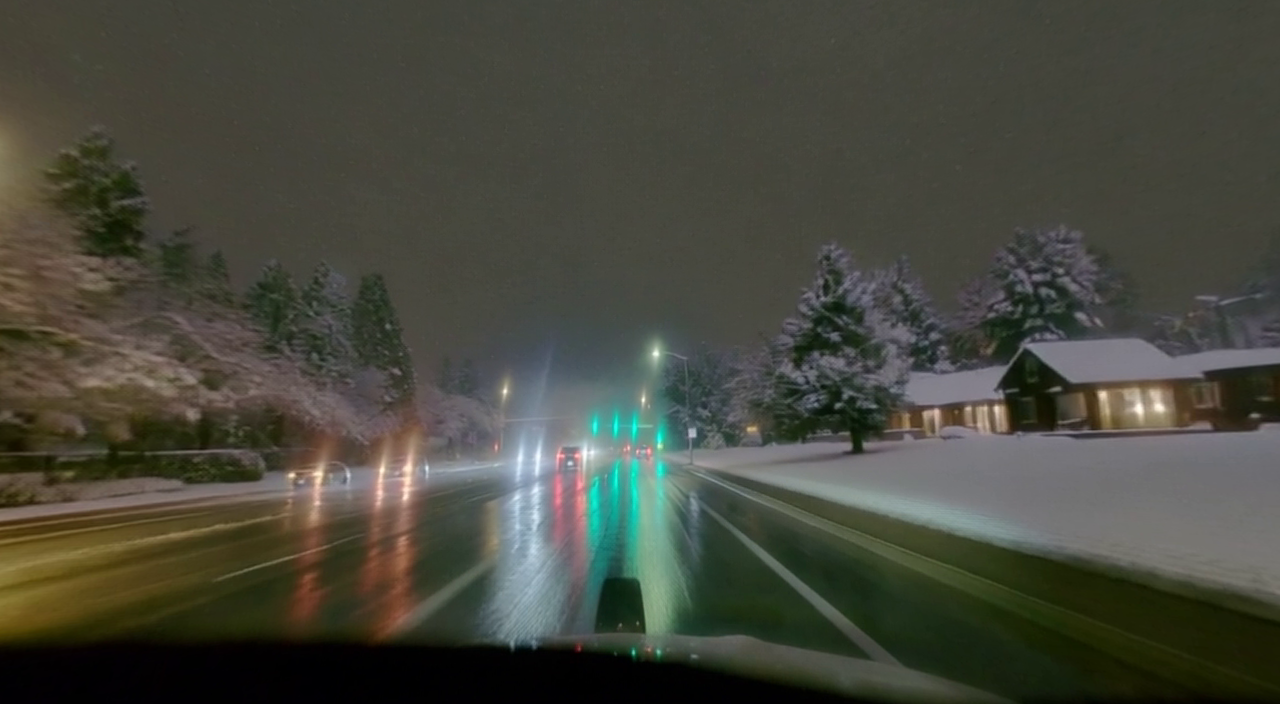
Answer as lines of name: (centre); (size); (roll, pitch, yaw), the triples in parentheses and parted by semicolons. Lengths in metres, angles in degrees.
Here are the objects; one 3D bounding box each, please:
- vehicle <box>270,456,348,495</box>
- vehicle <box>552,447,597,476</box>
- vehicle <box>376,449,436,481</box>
vehicle: (-17.496, 6.514, 33.661); (1.948, 1.602, 4.544); (-4, -7, -3)
vehicle: (-3.486, 5.910, 34.269); (1.992, 1.447, 4.044); (0, -9, 0)
vehicle: (-17.406, 8.373, 47.275); (2.255, 1.987, 5.723); (-4, -8, 1)
